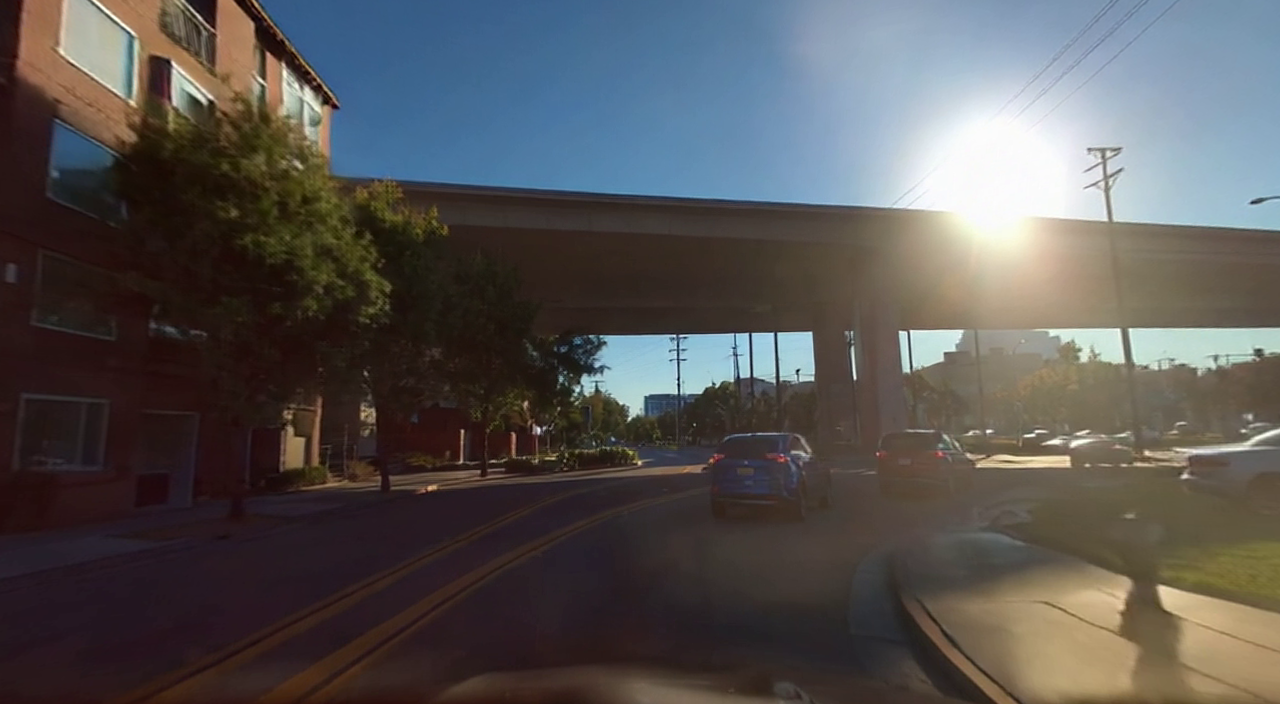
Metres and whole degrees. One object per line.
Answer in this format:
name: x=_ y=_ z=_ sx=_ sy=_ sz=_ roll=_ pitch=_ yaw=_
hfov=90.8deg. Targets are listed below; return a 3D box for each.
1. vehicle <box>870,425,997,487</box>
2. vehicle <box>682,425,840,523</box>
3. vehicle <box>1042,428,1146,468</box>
vehicle: x=10.297 y=3.568 z=22.021 sx=4.771 sy=1.885 sz=2.241 roll=8 pitch=-11 yaw=-42
vehicle: x=2.653 y=2.362 z=12.829 sx=2.087 sy=1.578 sz=4.652 roll=-4 pitch=-9 yaw=24
vehicle: x=21.407 y=4.500 z=29.803 sx=4.310 sy=1.762 sz=1.995 roll=4 pitch=-9 yaw=-25
